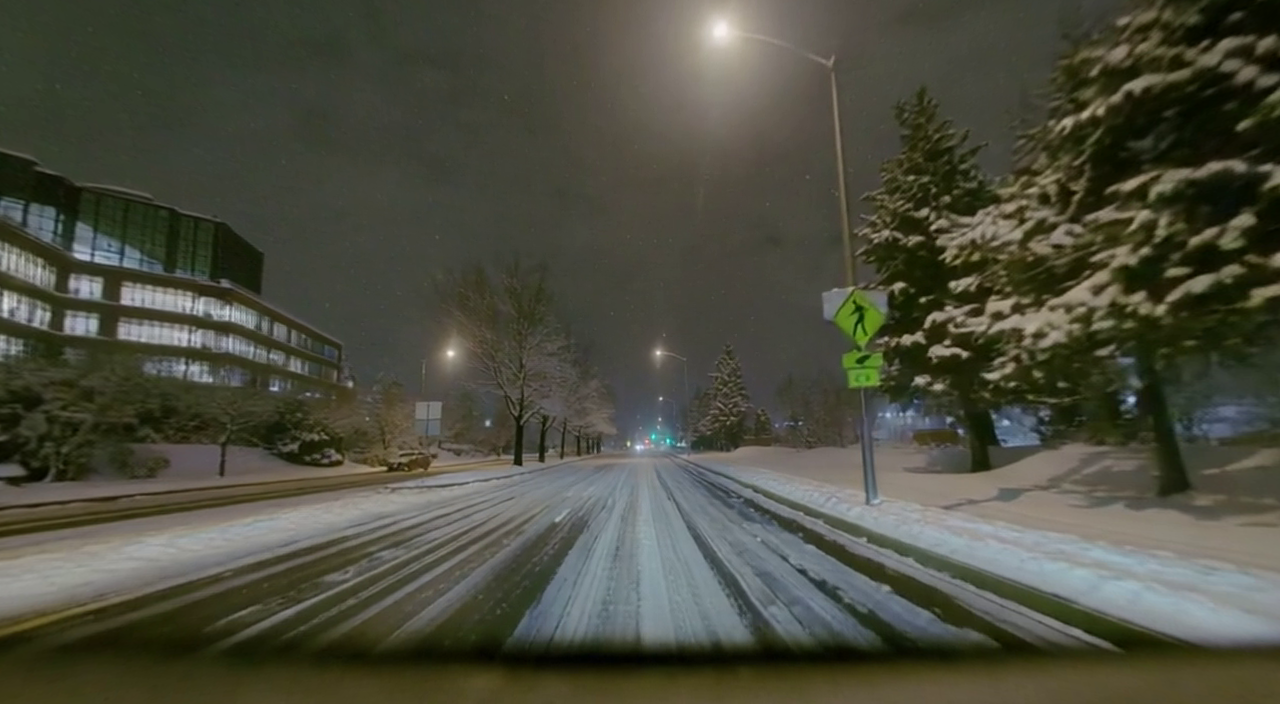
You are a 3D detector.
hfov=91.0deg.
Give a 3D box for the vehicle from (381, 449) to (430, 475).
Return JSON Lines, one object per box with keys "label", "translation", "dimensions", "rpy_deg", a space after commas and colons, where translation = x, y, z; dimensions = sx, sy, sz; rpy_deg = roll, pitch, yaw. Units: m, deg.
{"label": "vehicle", "translation": [-16.682, 7.800, 44.947], "dimensions": [1.807, 1.570, 4.557], "rpy_deg": [-3, -8, -1]}
